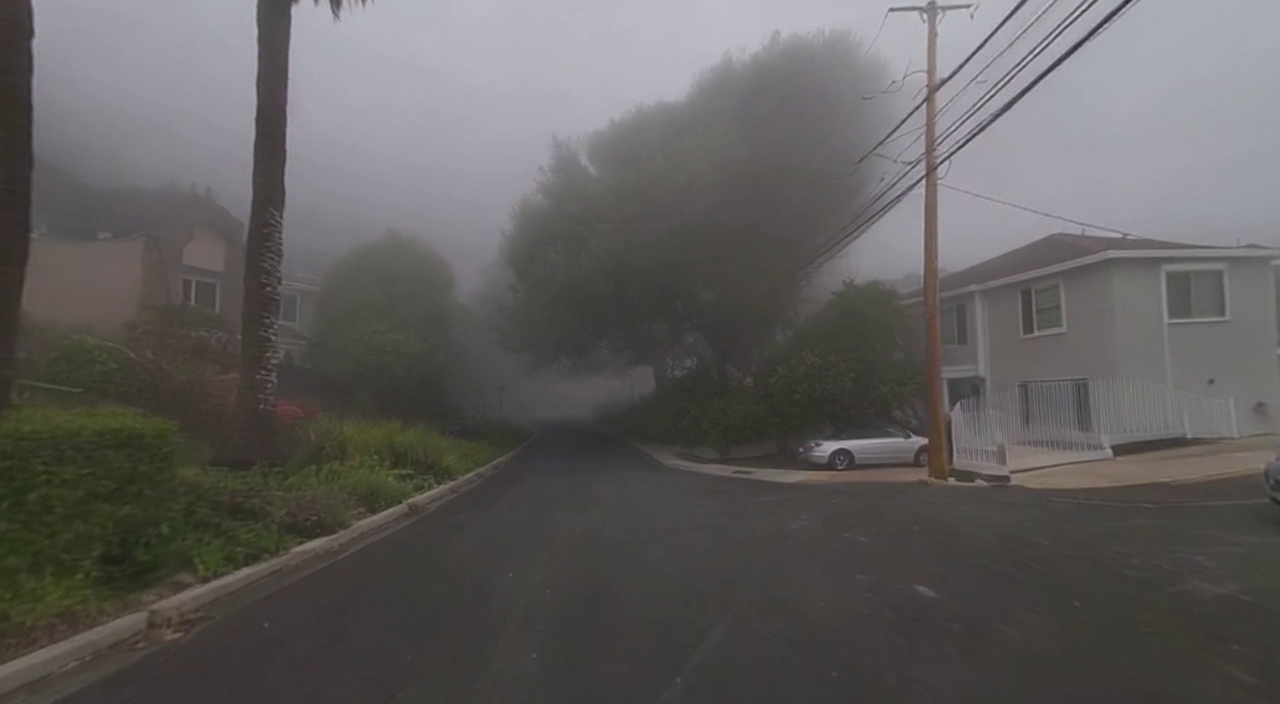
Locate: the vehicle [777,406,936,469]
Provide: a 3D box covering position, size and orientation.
[{"bbox_3d":[8.129,3.250,23.543,5.663,1.913,2.170,7,-10,-24],"label":"vehicle"}]
